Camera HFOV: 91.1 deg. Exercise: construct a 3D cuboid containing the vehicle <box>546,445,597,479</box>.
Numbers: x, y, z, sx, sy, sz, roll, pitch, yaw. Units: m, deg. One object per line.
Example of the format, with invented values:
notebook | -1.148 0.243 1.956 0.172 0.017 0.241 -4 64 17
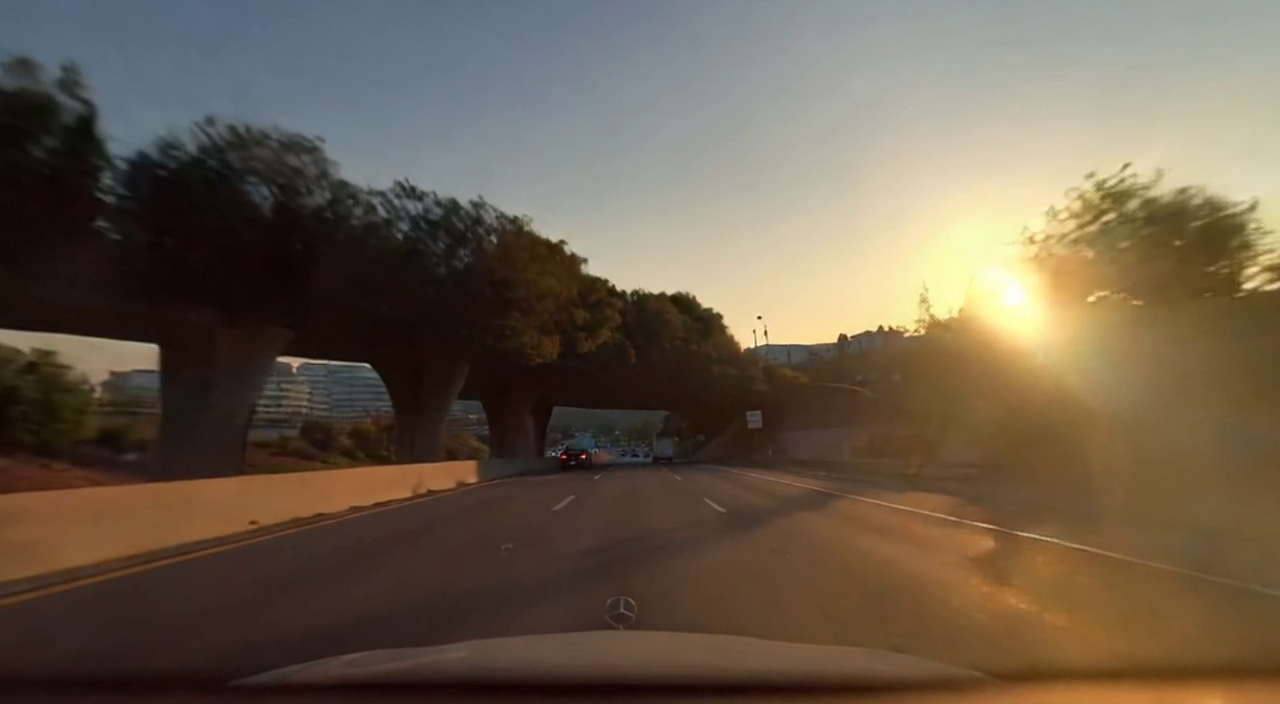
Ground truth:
vehicle | -3.332 5.458 31.481 2.100 1.525 4.179 0 -9 0
